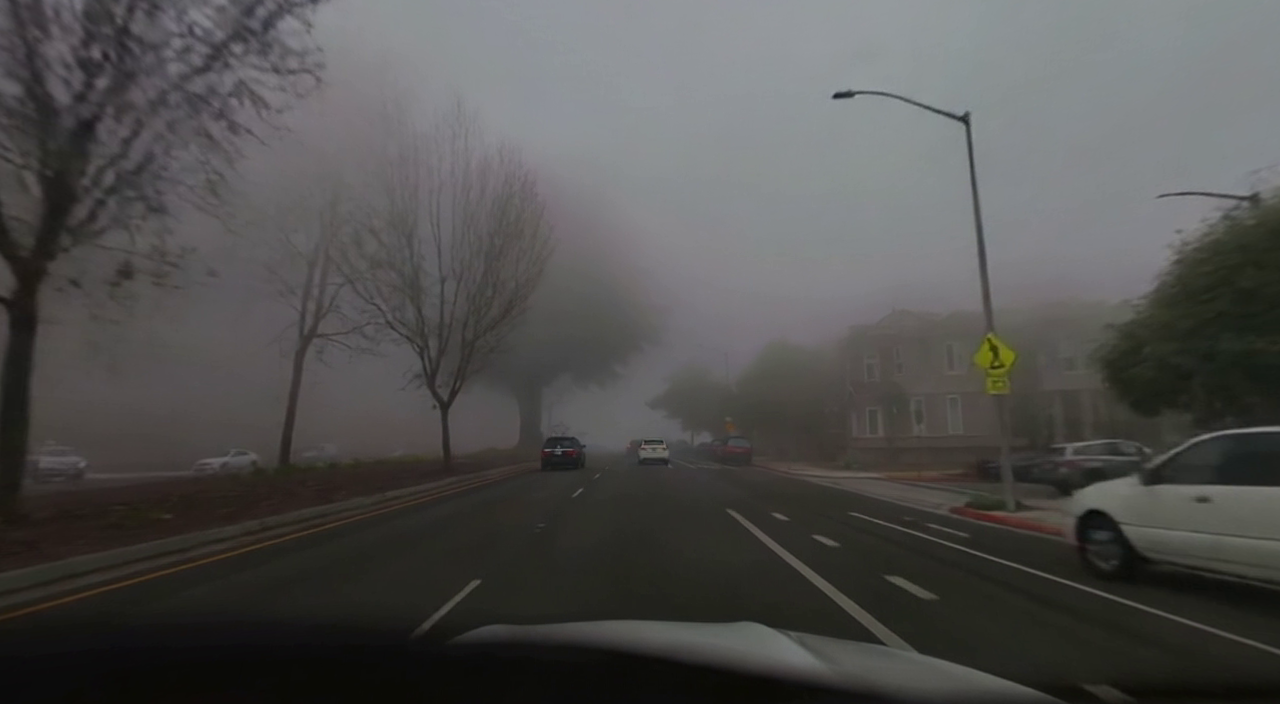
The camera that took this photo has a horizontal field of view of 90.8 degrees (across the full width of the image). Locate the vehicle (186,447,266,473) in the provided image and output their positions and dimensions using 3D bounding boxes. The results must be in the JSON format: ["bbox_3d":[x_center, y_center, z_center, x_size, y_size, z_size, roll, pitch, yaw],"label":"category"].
[{"bbox_3d":[-25.467,6.641,39.089,1.839,1.463,4.705,0,-8,-1],"label":"vehicle"}]

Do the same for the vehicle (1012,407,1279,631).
[{"bbox_3d":[5.965,1.431,5.834,2.032,1.713,4.932,0,-9,0],"label":"vehicle"}]

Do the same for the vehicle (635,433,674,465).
[{"bbox_3d":[0.838,6.073,39.737,2.273,1.851,5.075,0,-8,-1],"label":"vehicle"}]

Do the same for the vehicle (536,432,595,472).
[{"bbox_3d":[-3.449,4.740,30.070,2.233,1.775,4.491,0,-8,0],"label":"vehicle"}]

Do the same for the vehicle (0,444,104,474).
[{"bbox_3d":[-30.956,5.580,33.099,4.068,1.522,1.726,0,-9,-1],"label":"vehicle"}]

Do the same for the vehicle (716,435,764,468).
[{"bbox_3d":[5.988,6.037,38.408,2.154,1.824,4.782,0,-8,0],"label":"vehicle"}]
